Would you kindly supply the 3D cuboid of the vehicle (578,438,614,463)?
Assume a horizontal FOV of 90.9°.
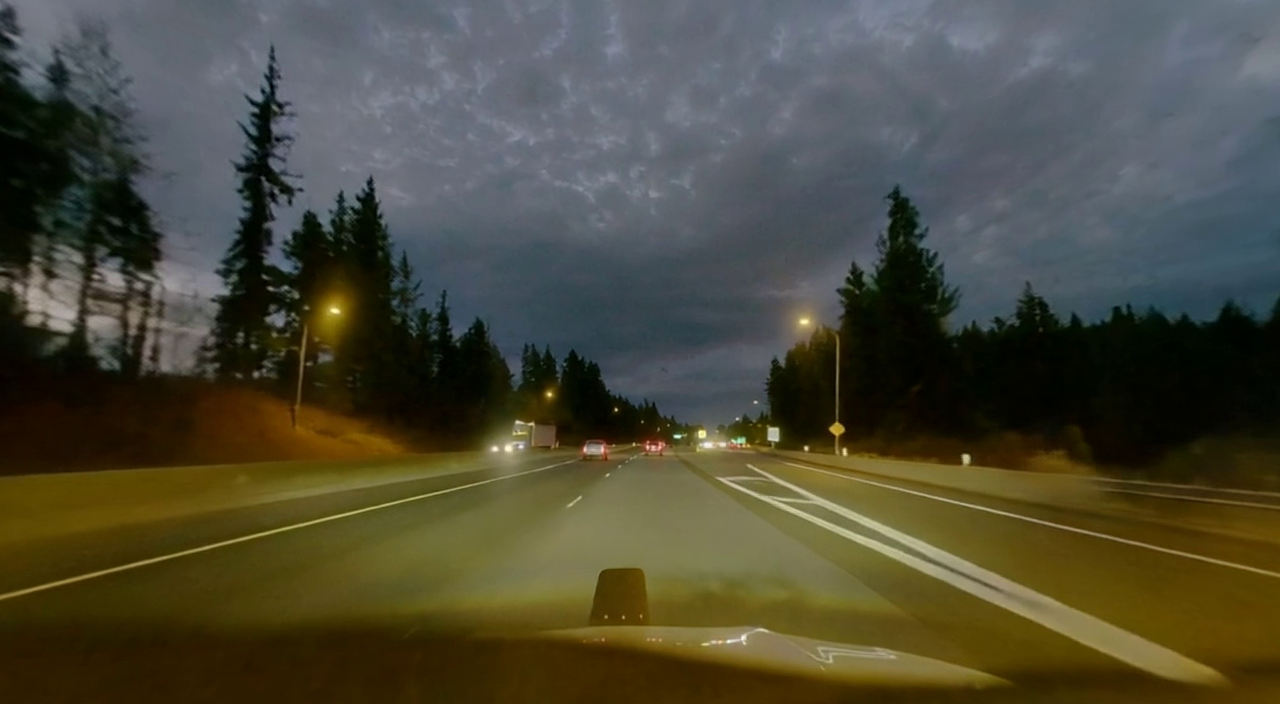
[{"bbox_3d":[-3.157,7.178,46.018,2.129,1.742,4.217,-1,-8,3],"label":"vehicle"}]
